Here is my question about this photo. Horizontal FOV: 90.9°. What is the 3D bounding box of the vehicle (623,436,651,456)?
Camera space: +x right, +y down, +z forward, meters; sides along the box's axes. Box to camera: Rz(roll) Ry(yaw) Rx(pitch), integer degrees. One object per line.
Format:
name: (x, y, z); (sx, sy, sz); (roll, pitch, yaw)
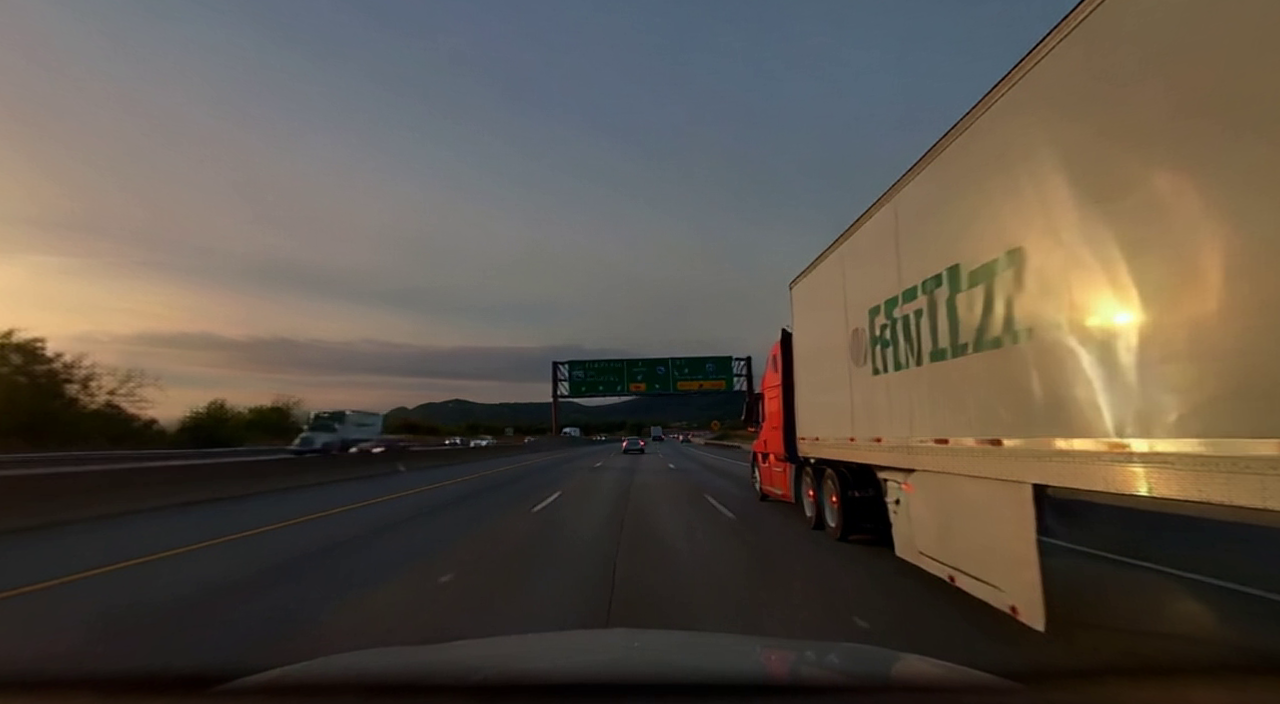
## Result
vehicle: (-0.233, 7.372, 49.484); (2.140, 1.475, 3.969); (0, -8, 0)

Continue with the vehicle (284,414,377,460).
vehicle: (-22.305, 6.212, 45.965); (2.663, 3.057, 7.746); (-1, -8, 2)

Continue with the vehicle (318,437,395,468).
vehicle: (-14.659, 5.193, 32.914); (1.904, 1.518, 4.511); (0, -8, 0)

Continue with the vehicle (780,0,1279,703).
vehicle: (3.756, -0.443, 2.037); (2.976, 4.077, 14.571); (0, -8, -1)
